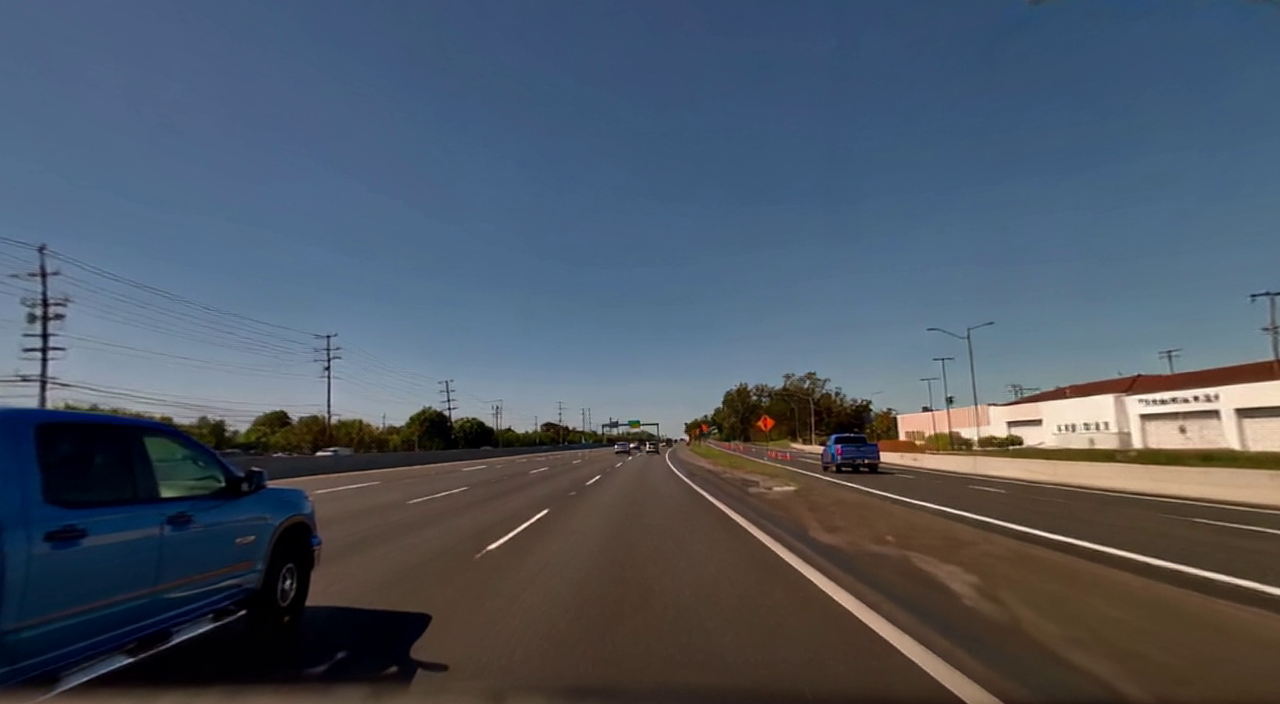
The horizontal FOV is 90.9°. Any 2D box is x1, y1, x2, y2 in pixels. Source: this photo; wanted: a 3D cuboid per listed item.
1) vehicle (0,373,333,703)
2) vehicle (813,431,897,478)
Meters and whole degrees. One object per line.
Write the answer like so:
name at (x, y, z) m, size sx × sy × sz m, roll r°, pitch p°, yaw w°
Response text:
vehicle at (-3.571, 0.965, 2.927) m, size 2.001 × 1.619 × 4.445 m, roll 0°, pitch -8°, yaw 0°
vehicle at (9.335, 4.494, 27.930) m, size 2.186 × 1.840 × 5.289 m, roll -1°, pitch -8°, yaw 4°
